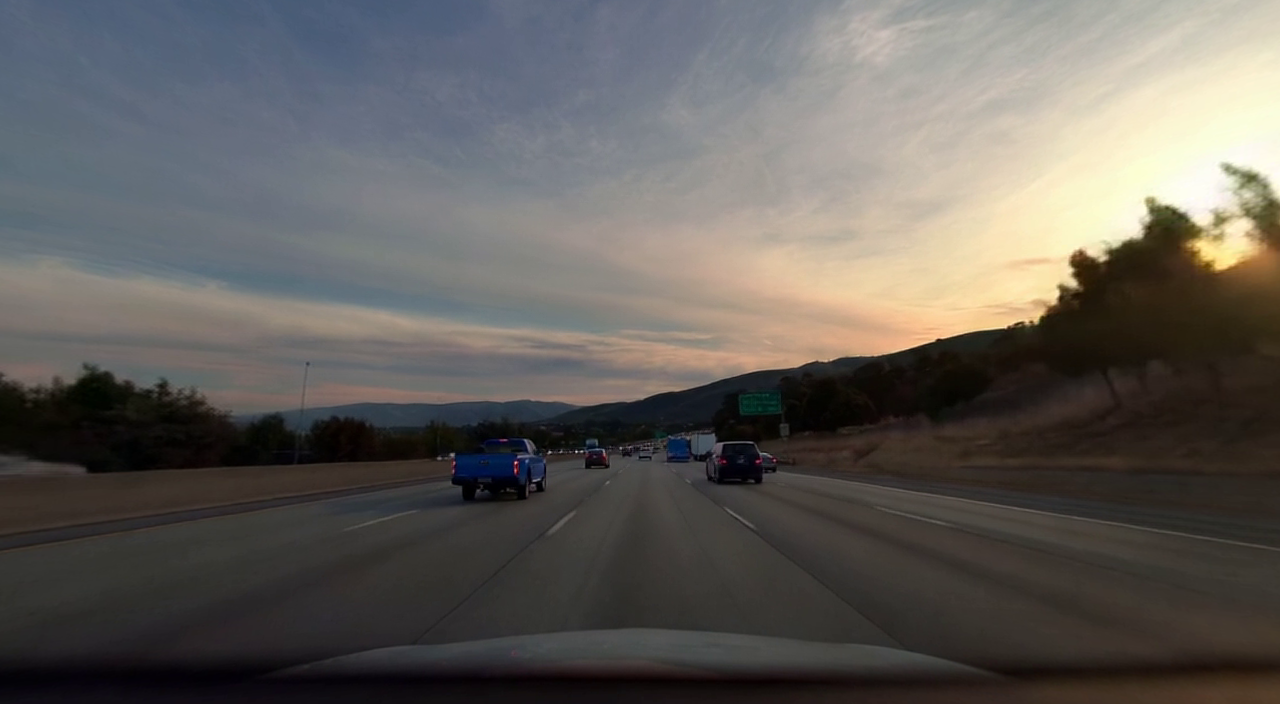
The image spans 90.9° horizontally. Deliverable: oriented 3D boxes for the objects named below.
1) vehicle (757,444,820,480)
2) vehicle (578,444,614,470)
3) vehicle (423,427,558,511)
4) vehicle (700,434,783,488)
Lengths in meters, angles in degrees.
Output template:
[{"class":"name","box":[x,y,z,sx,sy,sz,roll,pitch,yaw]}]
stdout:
[{"class":"vehicle","box":[7.740,5.769,33.421,2.104,1.724,4.701,0,-8,-1]},{"class":"vehicle","box":[-3.182,7.683,46.254,2.235,1.785,4.386,-1,-8,1]},{"class":"vehicle","box":[-3.683,2.997,16.749,2.227,1.853,5.161,-1,-8,1]},{"class":"vehicle","box":[4.032,4.463,26.278,2.424,1.952,5.611,0,-8,-1]}]
